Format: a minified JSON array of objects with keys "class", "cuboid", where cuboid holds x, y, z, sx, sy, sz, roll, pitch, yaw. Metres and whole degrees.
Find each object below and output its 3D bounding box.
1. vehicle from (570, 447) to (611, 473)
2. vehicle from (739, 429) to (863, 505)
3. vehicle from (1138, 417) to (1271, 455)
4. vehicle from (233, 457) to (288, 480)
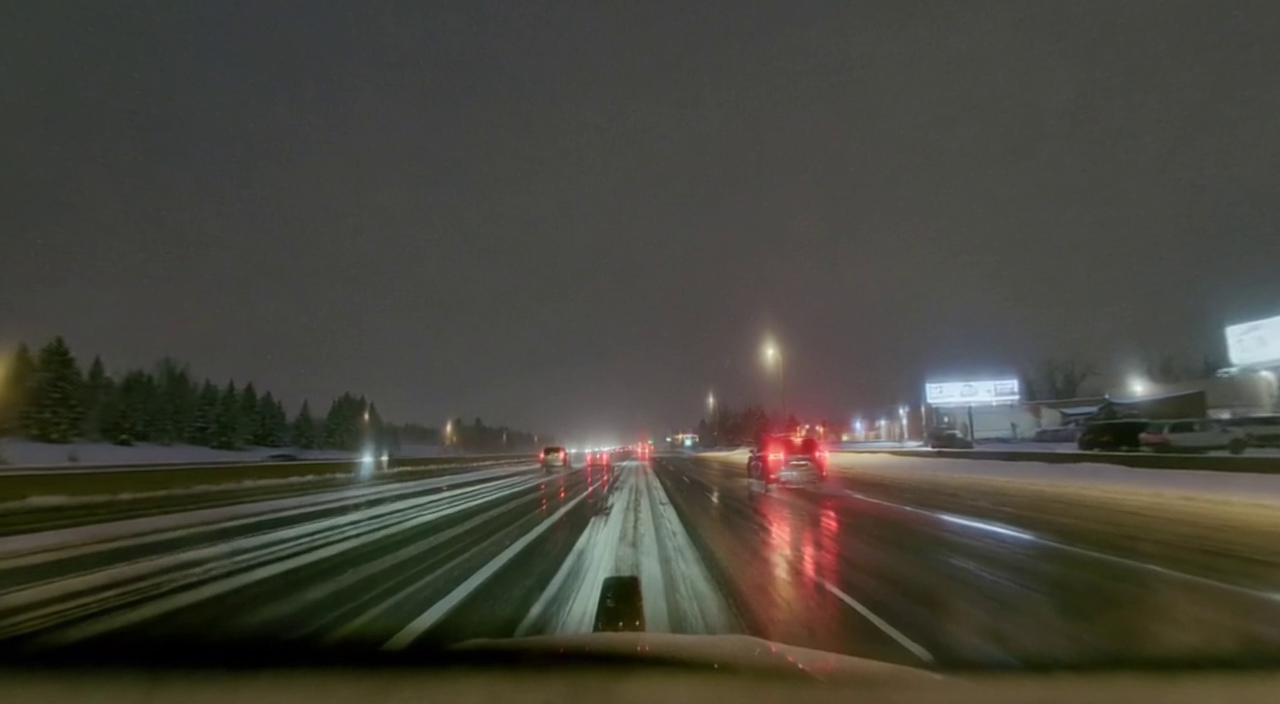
[{"class":"vehicle","cuboid":[-3.006,6.694,39.305,2.139,1.510,4.506,0,-9,0]},{"class":"vehicle","cuboid":[4.204,3.094,17.377,2.109,1.764,4.704,0,-9,-1]},{"class":"vehicle","cuboid":[37.201,5.569,41.658,6.179,2.207,2.545,-2,-9,1]},{"class":"vehicle","cuboid":[-27.924,8.556,46.461,1.694,1.499,3.764,0,-9,0]}]
